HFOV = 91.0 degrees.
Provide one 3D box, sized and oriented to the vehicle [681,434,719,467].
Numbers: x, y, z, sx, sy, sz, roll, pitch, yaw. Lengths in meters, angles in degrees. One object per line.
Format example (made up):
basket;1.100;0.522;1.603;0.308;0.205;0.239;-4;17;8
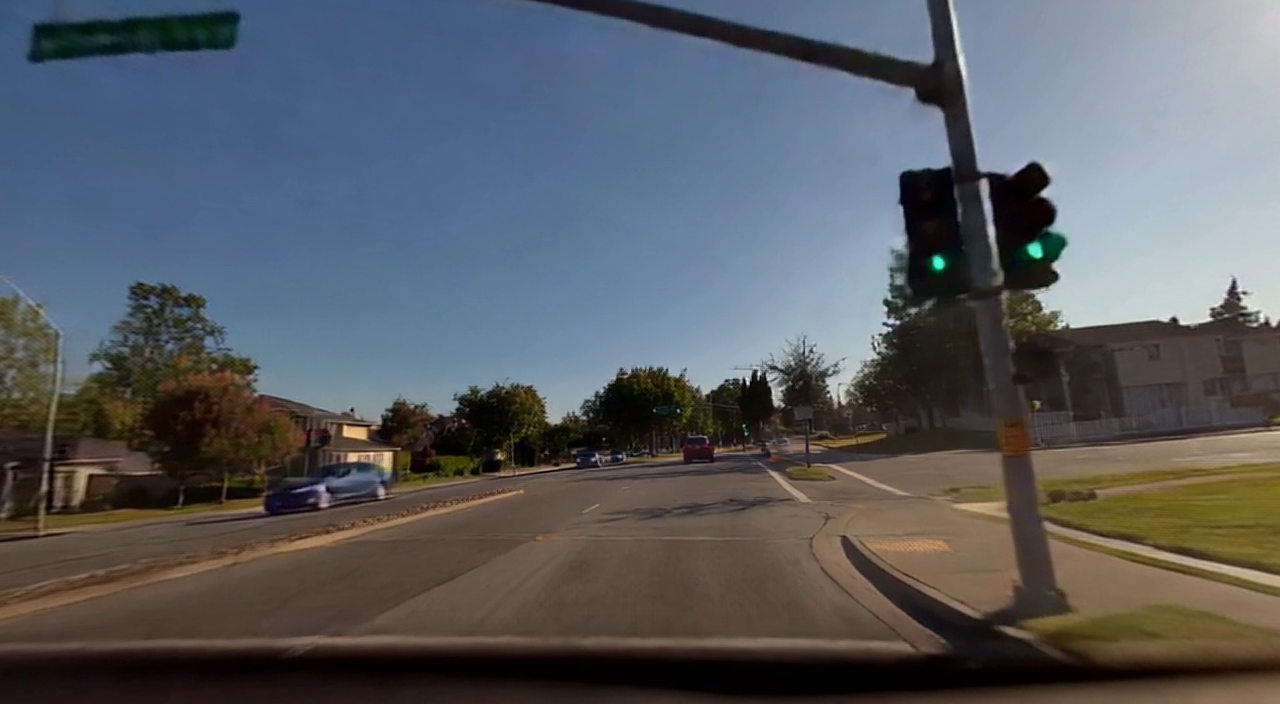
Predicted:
vehicle;3.786;6.126;39.163;2.059;1.908;4.714;-2;-9;8

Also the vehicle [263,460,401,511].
vehicle;-10.834;4.712;22.632;1.916;1.484;4.867;-2;-9;9
